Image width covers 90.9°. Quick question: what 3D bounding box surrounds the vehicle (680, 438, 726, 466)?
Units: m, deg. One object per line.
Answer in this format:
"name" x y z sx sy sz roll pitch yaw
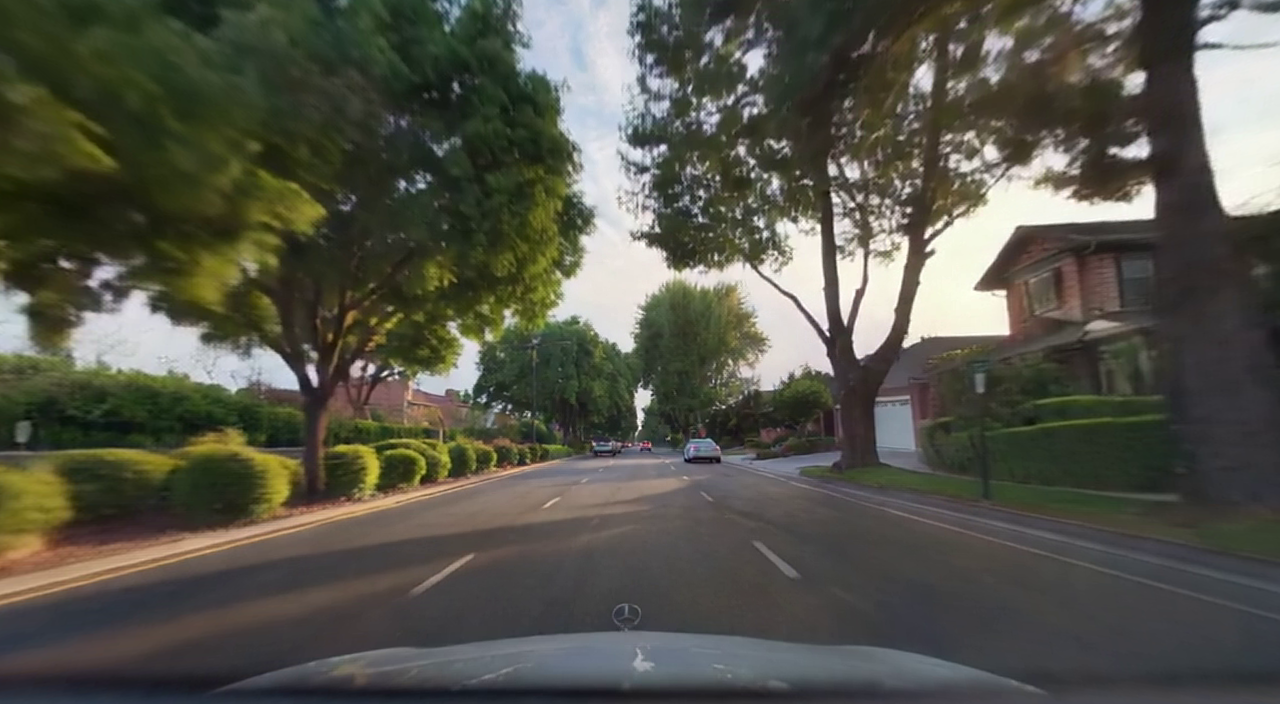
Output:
"vehicle" 3.811 6.132 38.914 2.237 1.578 4.621 0 -8 -1
